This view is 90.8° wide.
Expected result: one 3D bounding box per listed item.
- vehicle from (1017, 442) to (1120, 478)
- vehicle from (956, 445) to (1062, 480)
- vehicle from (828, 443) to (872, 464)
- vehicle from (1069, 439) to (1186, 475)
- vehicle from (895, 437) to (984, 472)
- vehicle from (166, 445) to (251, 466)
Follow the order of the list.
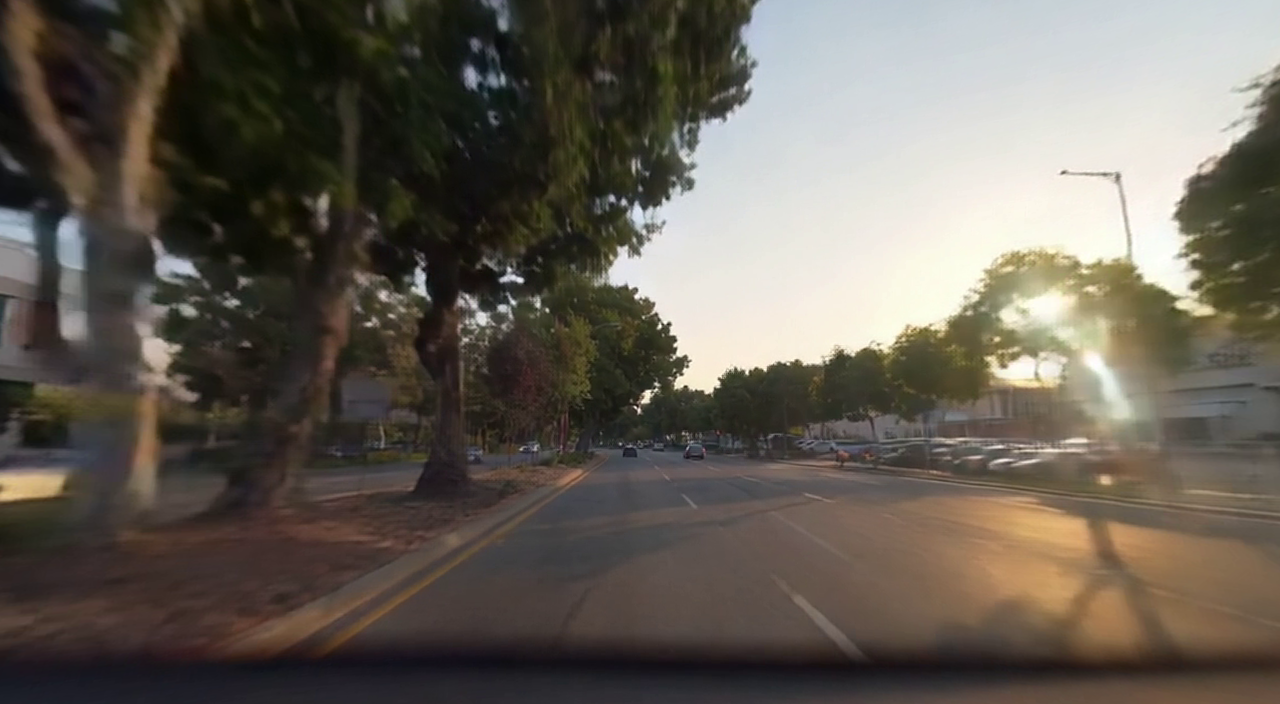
[{"bbox_3d":[19.647,4.936,29.203,1.972,1.461,4.021,0,-8,0],"label":"vehicle"},{"bbox_3d":[16.596,4.946,28.765,1.863,1.445,4.703,0,-8,-2],"label":"vehicle"},{"bbox_3d":[15.941,7.701,48.171,1.892,1.421,4.556,-1,-8,3],"label":"vehicle"},{"bbox_3d":[22.375,4.840,29.241,1.895,1.471,4.511,-2,-9,2],"label":"vehicle"},{"bbox_3d":[16.337,5.593,34.822,2.052,1.749,5.213,0,-8,-4],"label":"vehicle"},{"bbox_3d":[-29.707,7.122,43.558,4.461,1.441,1.820,0,-8,0],"label":"vehicle"}]
